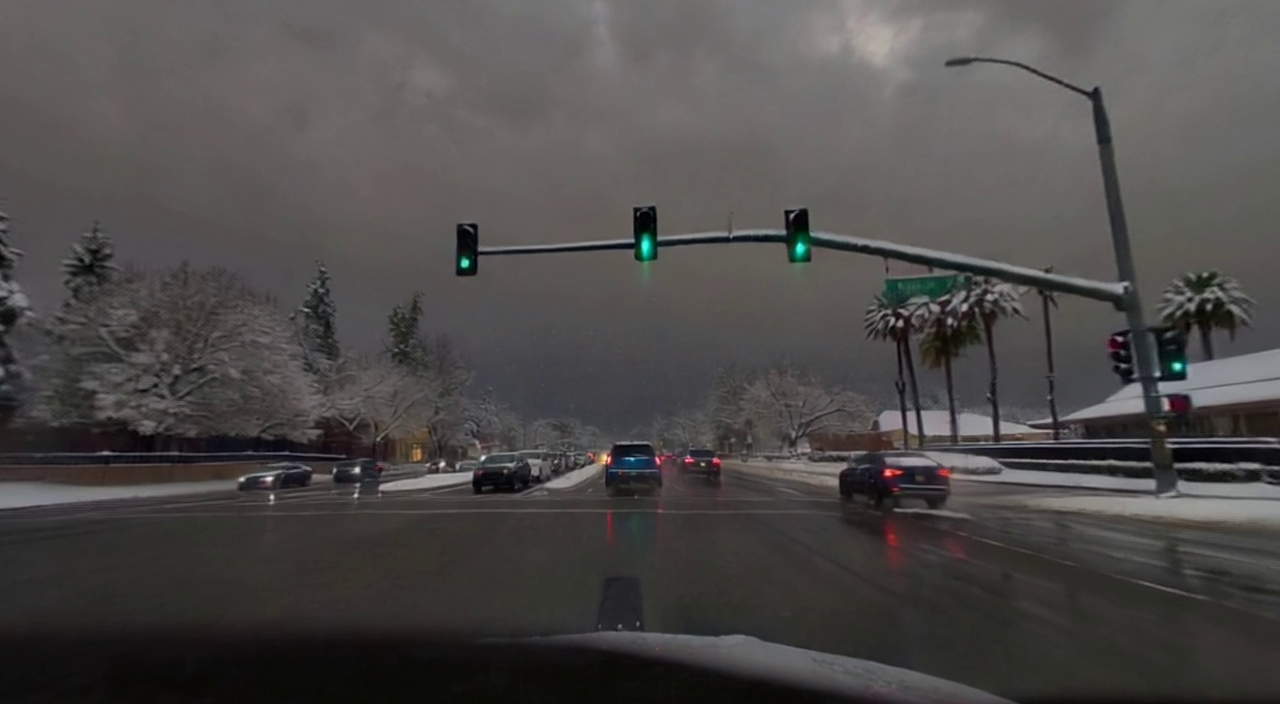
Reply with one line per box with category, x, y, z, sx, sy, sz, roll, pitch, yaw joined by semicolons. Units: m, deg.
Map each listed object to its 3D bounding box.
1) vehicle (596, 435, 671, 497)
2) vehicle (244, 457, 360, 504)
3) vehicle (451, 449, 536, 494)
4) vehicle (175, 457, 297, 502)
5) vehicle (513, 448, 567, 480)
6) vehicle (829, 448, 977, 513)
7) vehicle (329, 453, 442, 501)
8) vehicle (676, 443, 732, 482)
vehicle;-0.228;3.618;20.408;2.151;1.787;4.109;0;-9;-1
vehicle;-11.921;4.517;22.624;1.850;1.414;4.184;0;-9;0
vehicle;-5.221;4.307;23.147;2.030;1.441;4.324;0;-9;1
vehicle;-15.355;4.839;24.330;2.048;1.494;4.069;0;-9;-2
vehicle;-5.073;5.739;32.637;2.036;1.541;4.107;-1;-9;2
vehicle;6.705;3.296;16.737;1.944;1.447;4.309;0;-9;-2
vehicle;-8.604;4.224;21.811;2.061;1.415;4.289;0;-9;1
vehicle;2.957;5.228;30.180;2.112;1.710;4.234;0;-9;-2
